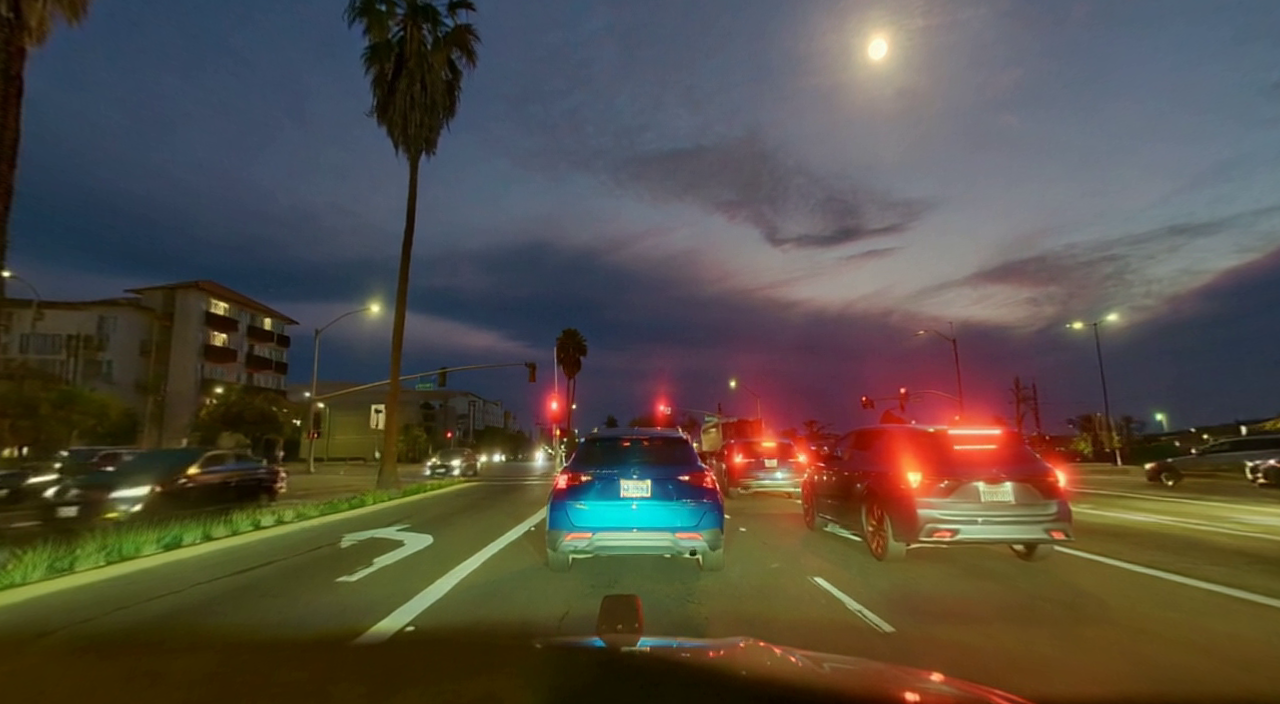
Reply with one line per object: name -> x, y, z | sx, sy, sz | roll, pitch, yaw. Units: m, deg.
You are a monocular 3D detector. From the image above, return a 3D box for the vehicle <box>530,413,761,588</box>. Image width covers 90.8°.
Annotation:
vehicle -> 0.040, 1.658, 7.808 | 2.083, 1.572, 4.021 | 0, -9, 0

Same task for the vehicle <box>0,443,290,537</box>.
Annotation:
vehicle -> -9.165, 2.517, 12.225 | 2.168, 1.462, 4.505 | 0, -9, 1

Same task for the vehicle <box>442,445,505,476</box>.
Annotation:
vehicle -> -8.576, 5.606, 32.969 | 1.975, 1.478, 4.670 | 0, -9, 0

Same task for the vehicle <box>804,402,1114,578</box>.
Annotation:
vehicle -> 3.704, 1.683, 8.396 | 1.947, 1.725, 4.159 | 0, -9, 1

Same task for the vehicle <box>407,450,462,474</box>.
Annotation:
vehicle -> -12.367, 6.644, 38.331 | 1.946, 1.347, 4.021 | 0, -9, 1
